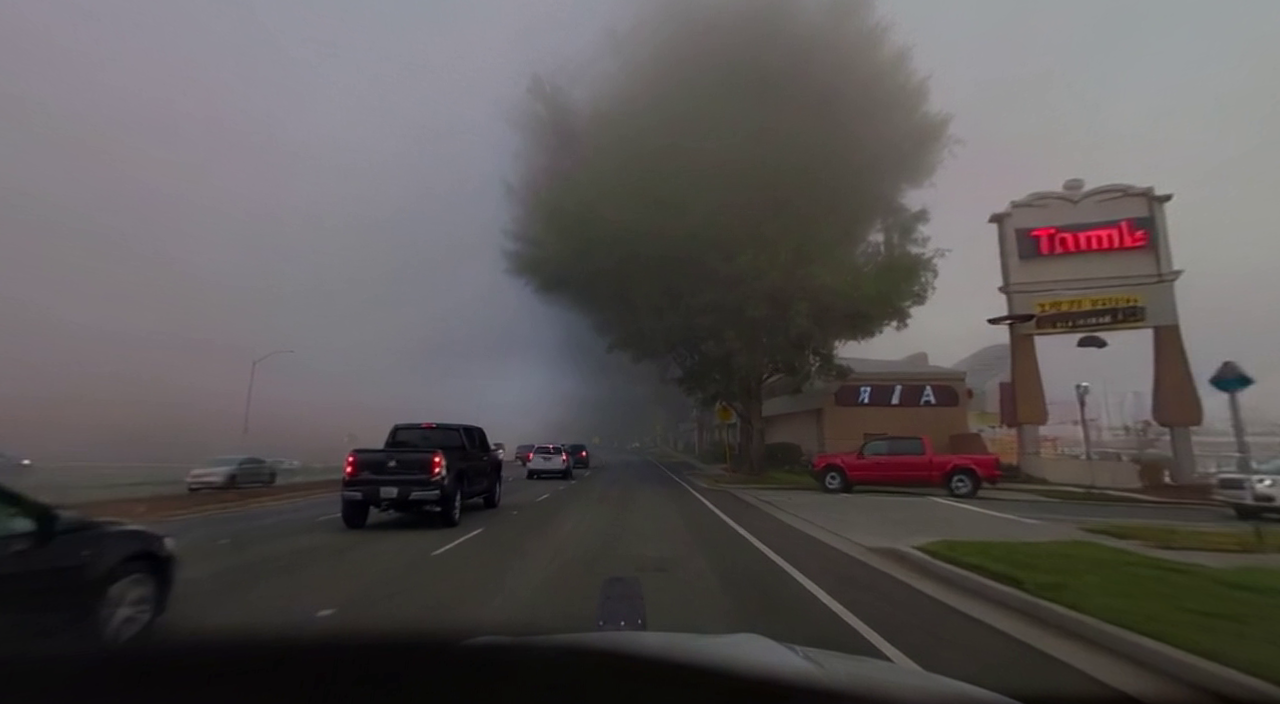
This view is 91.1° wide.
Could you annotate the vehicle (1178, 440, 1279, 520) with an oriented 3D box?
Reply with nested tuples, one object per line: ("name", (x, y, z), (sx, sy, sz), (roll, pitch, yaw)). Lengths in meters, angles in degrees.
("vehicle", (16.940, 3.266, 15.554), (5.120, 1.817, 2.154), (3, -8, 4))

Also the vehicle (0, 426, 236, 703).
("vehicle", (-4.188, 1.025, 2.641), (2.113, 1.446, 4.309), (0, -8, 0))

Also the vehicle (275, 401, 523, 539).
("vehicle", (-4.340, 2.293, 12.937), (2.664, 2.122, 6.124), (0, -8, 0))

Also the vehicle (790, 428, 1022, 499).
("vehicle", (6.429, 2.812, 15.755), (4.813, 1.622, 2.110), (-1, -11, 4))

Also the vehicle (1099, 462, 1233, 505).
("vehicle", (20.309, 5.070, 24.473), (1.646, 1.418, 3.910), (1, -8, -3))

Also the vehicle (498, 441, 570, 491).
("vehicle", (-4.291, 4.669, 26.127), (2.129, 1.855, 4.414), (0, -8, 1))
